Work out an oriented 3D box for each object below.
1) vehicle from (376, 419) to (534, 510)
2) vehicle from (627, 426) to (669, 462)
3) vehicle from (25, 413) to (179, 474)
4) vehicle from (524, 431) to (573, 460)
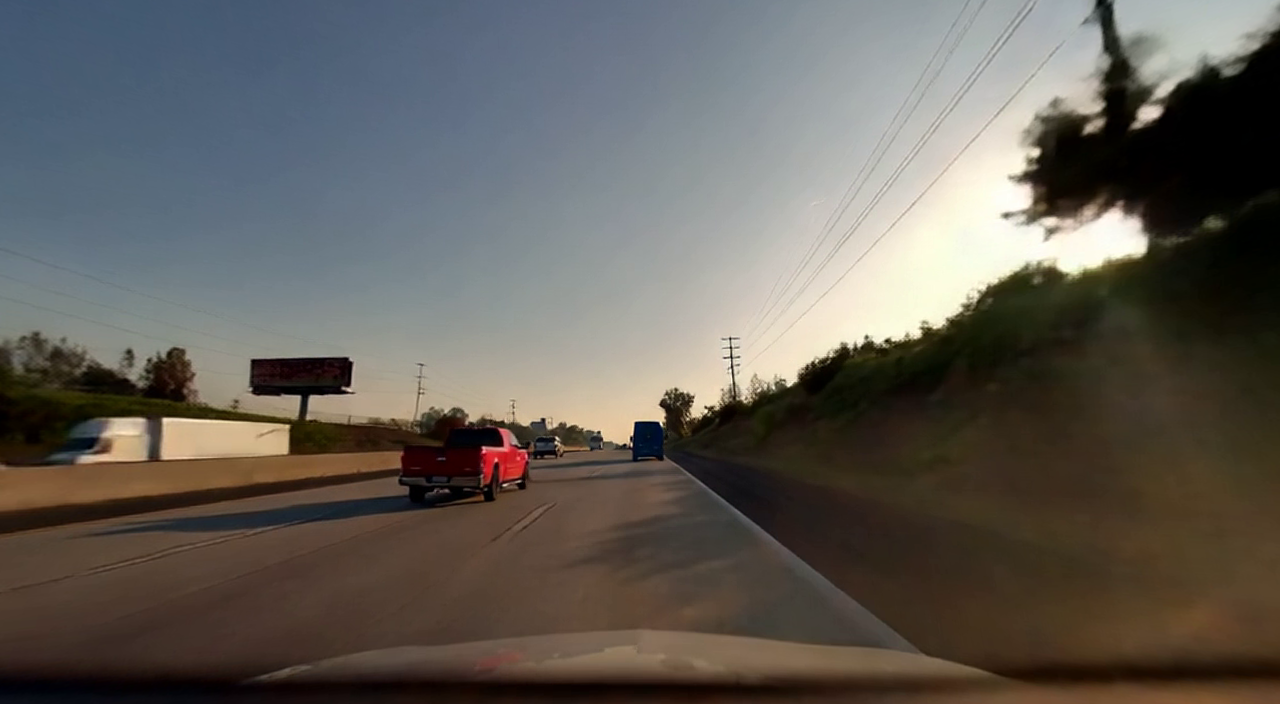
[{"bbox_3d":[-3.960,2.495,14.471,2.145,1.730,4.729,-1,-8,1],"label":"vehicle"},{"bbox_3d":[0.534,6.358,43.570,2.692,2.279,5.695,0,-8,0],"label":"vehicle"},{"bbox_3d":[-36.417,6.215,43.084,3.036,3.726,8.384,0,-8,0],"label":"vehicle"},{"bbox_3d":[-6.999,7.261,49.067,2.695,2.084,6.836,-1,-8,1],"label":"vehicle"}]
